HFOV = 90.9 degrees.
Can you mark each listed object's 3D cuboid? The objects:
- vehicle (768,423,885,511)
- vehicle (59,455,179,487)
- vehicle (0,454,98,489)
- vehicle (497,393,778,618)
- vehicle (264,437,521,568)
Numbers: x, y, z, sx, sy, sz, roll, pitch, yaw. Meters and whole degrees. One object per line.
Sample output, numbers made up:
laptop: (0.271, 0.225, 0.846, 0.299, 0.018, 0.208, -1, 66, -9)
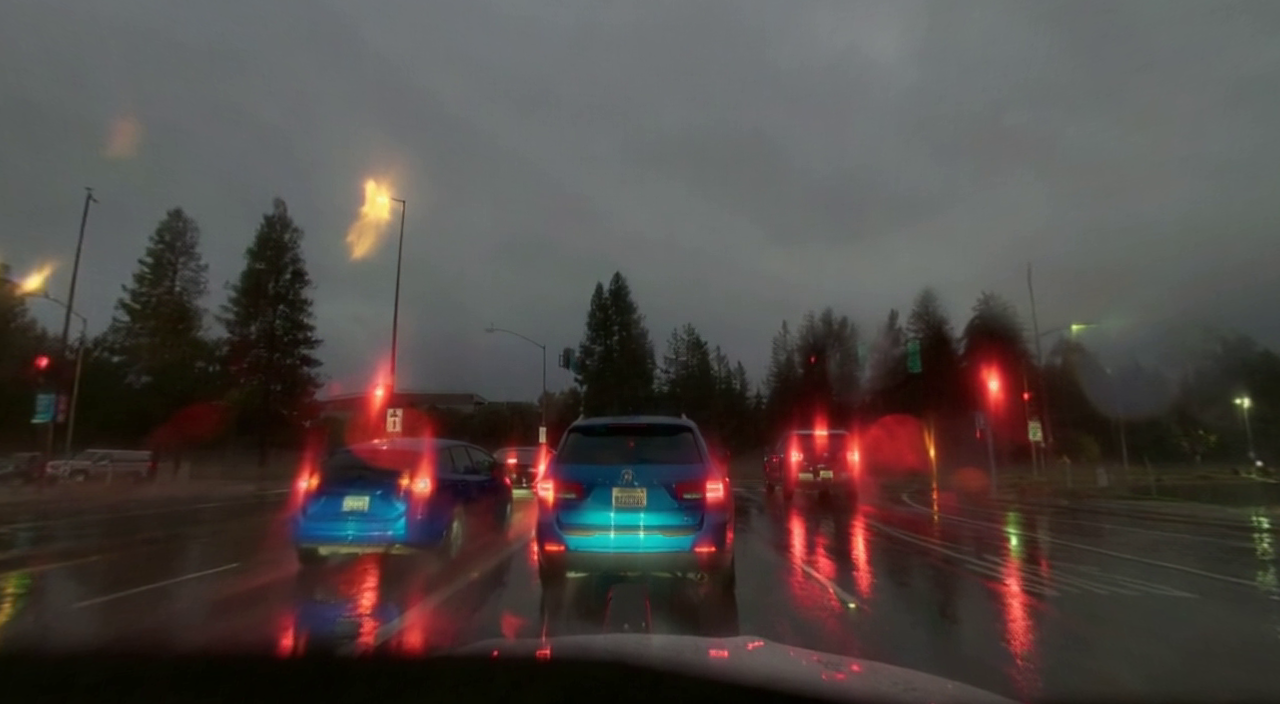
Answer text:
vehicle: (4.808, 3.008, 16.929, 2.084, 2.053, 4.073, -1, -8, 4)
vehicle: (-25.993, 5.943, 31.598, 4.140, 1.444, 1.742, 2, -9, -15)
vehicle: (-27.108, 5.268, 27.930, 4.198, 1.444, 1.765, 2, -9, -15)
vehicle: (-0.028, 1.524, 7.183, 2.203, 1.757, 4.286, 0, -8, 0)
vehicle: (-3.209, 2.018, 9.335, 1.913, 1.453, 4.413, 0, -8, 2)
